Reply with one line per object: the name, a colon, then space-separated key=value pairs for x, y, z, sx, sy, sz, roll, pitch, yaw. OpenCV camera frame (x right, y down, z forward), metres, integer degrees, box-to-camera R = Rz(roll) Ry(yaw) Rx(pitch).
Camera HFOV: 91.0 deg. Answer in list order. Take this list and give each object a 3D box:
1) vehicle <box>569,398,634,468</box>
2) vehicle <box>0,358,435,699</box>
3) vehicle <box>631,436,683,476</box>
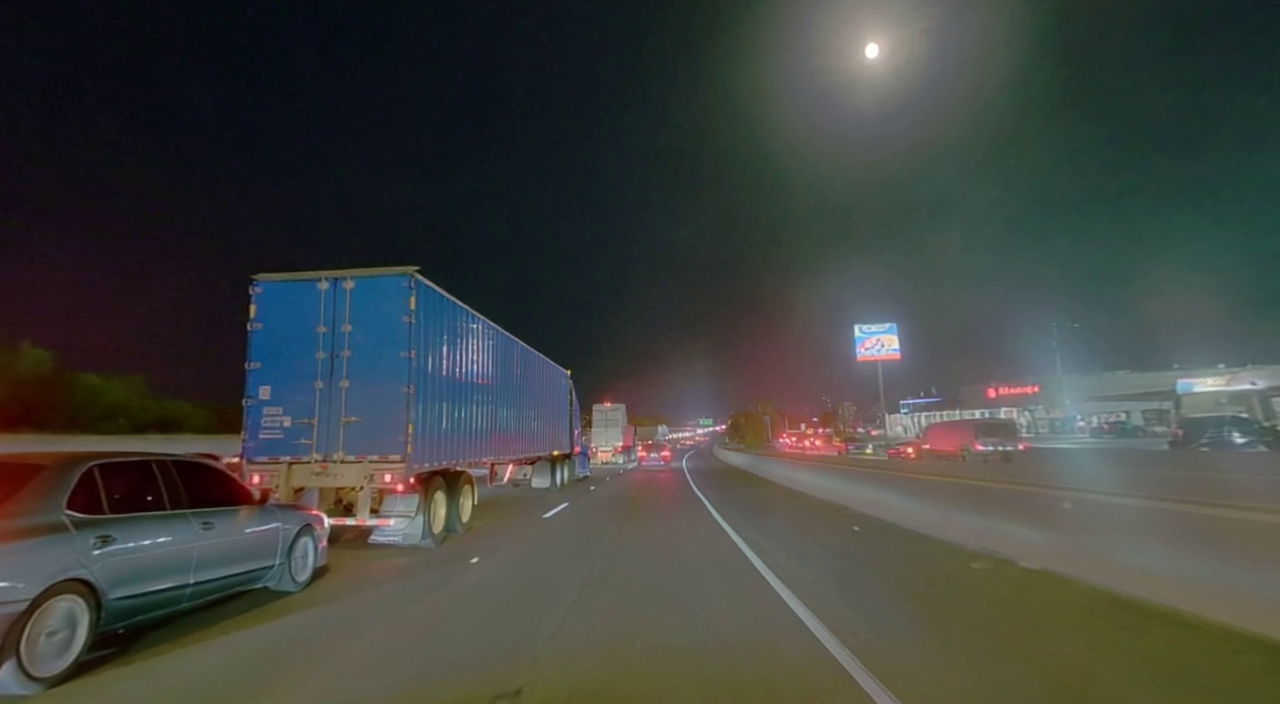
vehicle: x=-2.213 y=5.304 z=40.304 sx=3.073 sy=3.894 sz=9.782 roll=-1 pitch=-9 yaw=3
vehicle: x=-3.730 y=1.149 z=5.118 sx=2.896 sy=1.779 sz=3.441 roll=0 pitch=-8 yaw=1
vehicle: x=0.786 y=4.674 z=28.549 sx=2.178 sy=1.640 sz=4.071 roll=-1 pitch=-9 yaw=2
